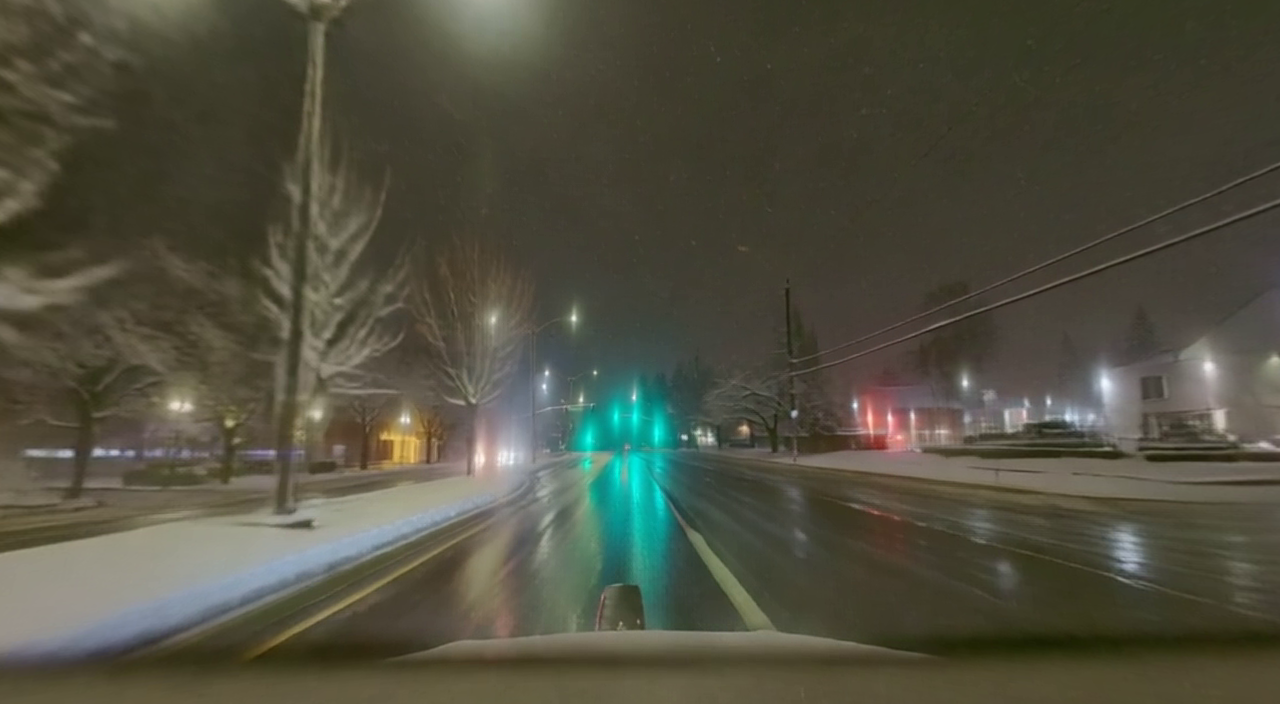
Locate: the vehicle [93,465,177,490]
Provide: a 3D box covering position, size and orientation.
[{"bbox_3d":[-31.549,7.833,39.514,3.684,1.388,1.808,0,-9,0],"label":"vehicle"}]

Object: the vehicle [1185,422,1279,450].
[{"bbox_3d":[32.324,4.568,34.180,1.716,1.424,4.210,0,-9,-3],"label":"vehicle"}]

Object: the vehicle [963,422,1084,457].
[{"bbox_3d":[18.932,4.344,31.336,4.688,1.658,1.950,0,-9,-1],"label":"vehicle"}]
